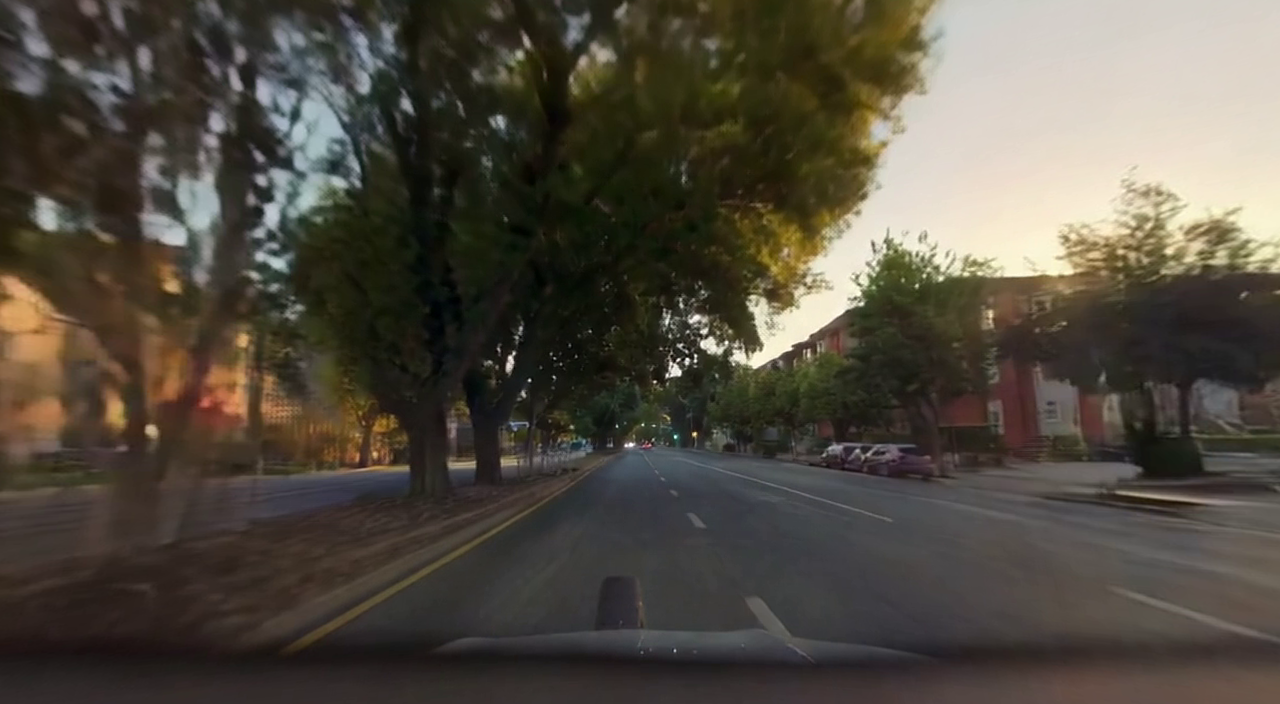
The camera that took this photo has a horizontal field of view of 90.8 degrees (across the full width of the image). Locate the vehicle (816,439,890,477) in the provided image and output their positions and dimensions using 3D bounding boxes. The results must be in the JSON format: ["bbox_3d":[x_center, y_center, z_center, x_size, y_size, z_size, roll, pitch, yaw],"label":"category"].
[{"bbox_3d":[10.107,5.052,30.368,2.044,1.705,4.668,0,-9,1],"label":"vehicle"}]
